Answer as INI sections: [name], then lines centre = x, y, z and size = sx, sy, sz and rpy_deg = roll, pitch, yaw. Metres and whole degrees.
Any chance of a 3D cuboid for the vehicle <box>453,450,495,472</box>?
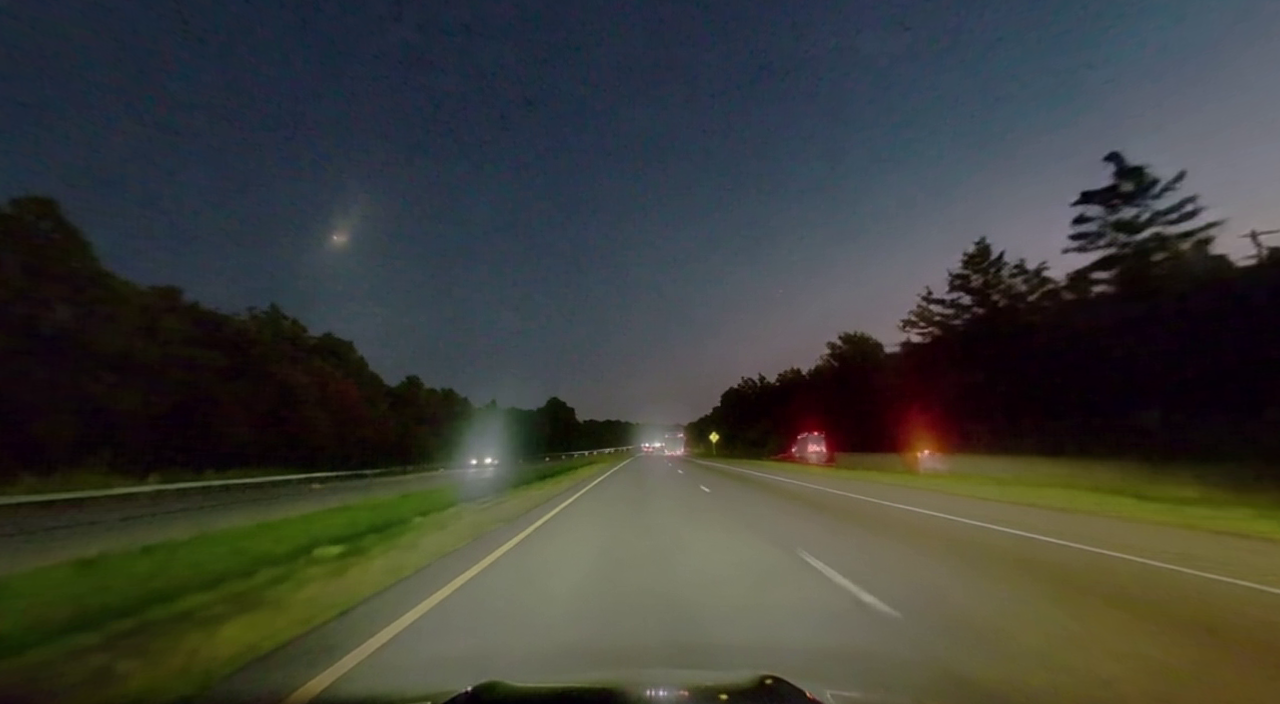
[vehicle]
centre = -12.816, 8.406, 48.956
size = 1.993, 1.537, 4.613
rpy_deg = -2, -9, 1
